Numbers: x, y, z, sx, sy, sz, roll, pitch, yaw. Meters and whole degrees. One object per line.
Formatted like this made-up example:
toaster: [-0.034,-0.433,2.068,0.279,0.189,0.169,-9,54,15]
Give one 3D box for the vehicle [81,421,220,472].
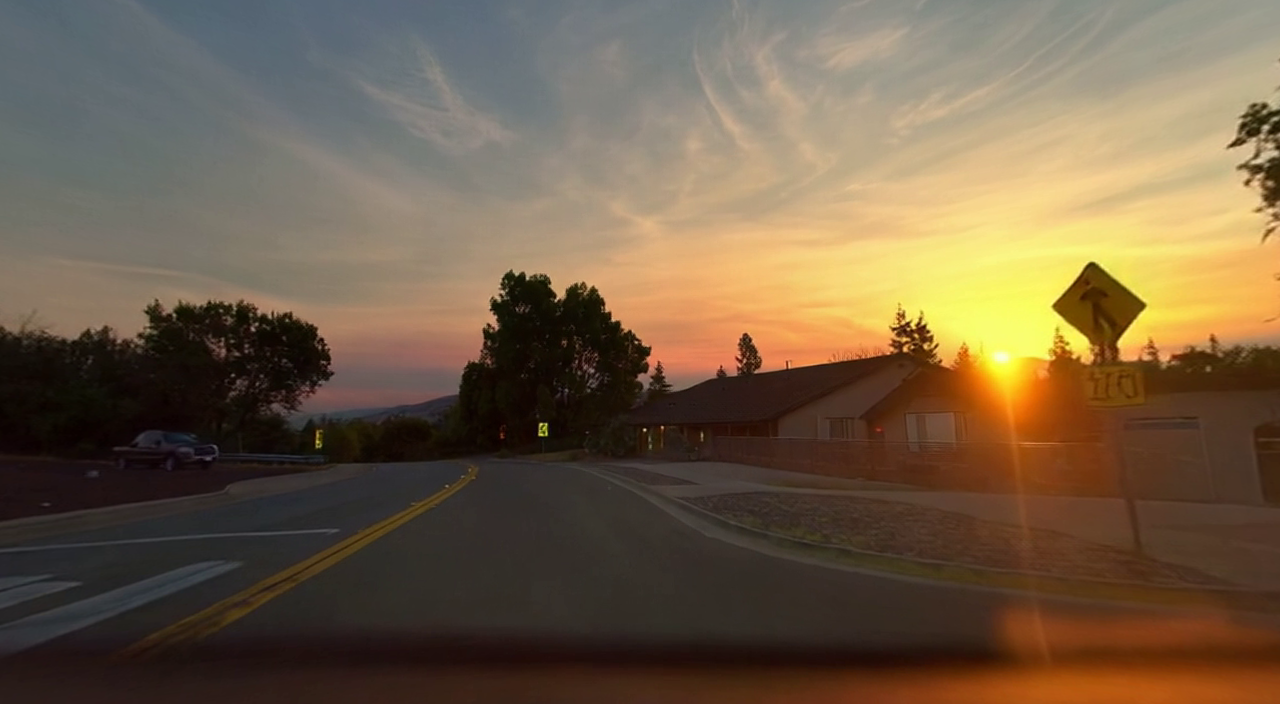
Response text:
vehicle: [-20.779,4.009,26.806,4.699,1.996,2.116,-2,-9,15]
